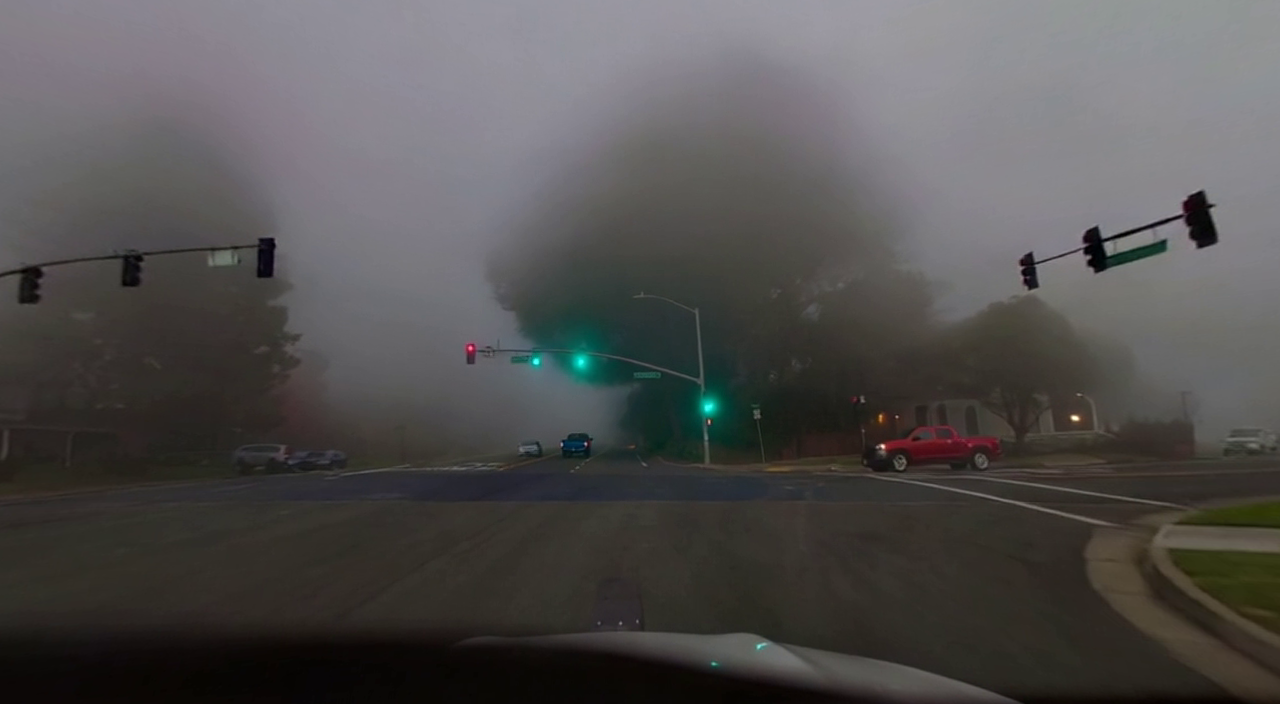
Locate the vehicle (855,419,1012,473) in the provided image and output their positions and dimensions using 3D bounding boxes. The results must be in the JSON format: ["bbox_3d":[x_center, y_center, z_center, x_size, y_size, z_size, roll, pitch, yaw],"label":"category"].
[{"bbox_3d":[10.217,3.298,22.282,4.500,1.761,1.975,0,-8,-1],"label":"vehicle"}]

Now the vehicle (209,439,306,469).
[{"bbox_3d":[-23.876,6.381,39.529,4.772,1.745,2.058,-1,-8,4],"label":"vehicle"}]
